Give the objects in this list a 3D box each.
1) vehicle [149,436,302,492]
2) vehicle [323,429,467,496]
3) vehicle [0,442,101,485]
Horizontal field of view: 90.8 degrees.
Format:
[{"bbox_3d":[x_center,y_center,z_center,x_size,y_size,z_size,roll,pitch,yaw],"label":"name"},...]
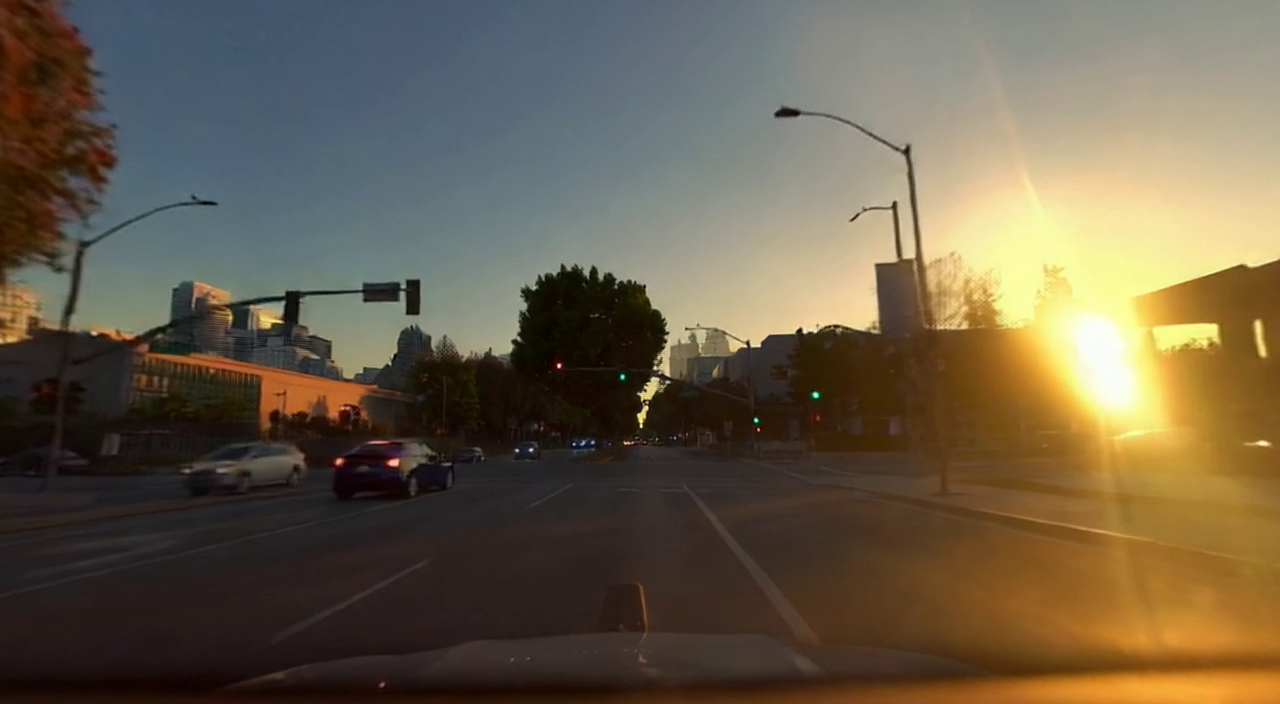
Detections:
[{"bbox_3d":[-14.695,3.976,22.881,2.167,1.787,4.882,0,-9,1],"label":"vehicle"},{"bbox_3d":[-6.891,3.163,18.422,2.262,1.708,4.466,0,-9,2],"label":"vehicle"},{"bbox_3d":[-30.990,5.697,32.157,4.957,1.928,2.203,-2,-8,-5],"label":"vehicle"}]
